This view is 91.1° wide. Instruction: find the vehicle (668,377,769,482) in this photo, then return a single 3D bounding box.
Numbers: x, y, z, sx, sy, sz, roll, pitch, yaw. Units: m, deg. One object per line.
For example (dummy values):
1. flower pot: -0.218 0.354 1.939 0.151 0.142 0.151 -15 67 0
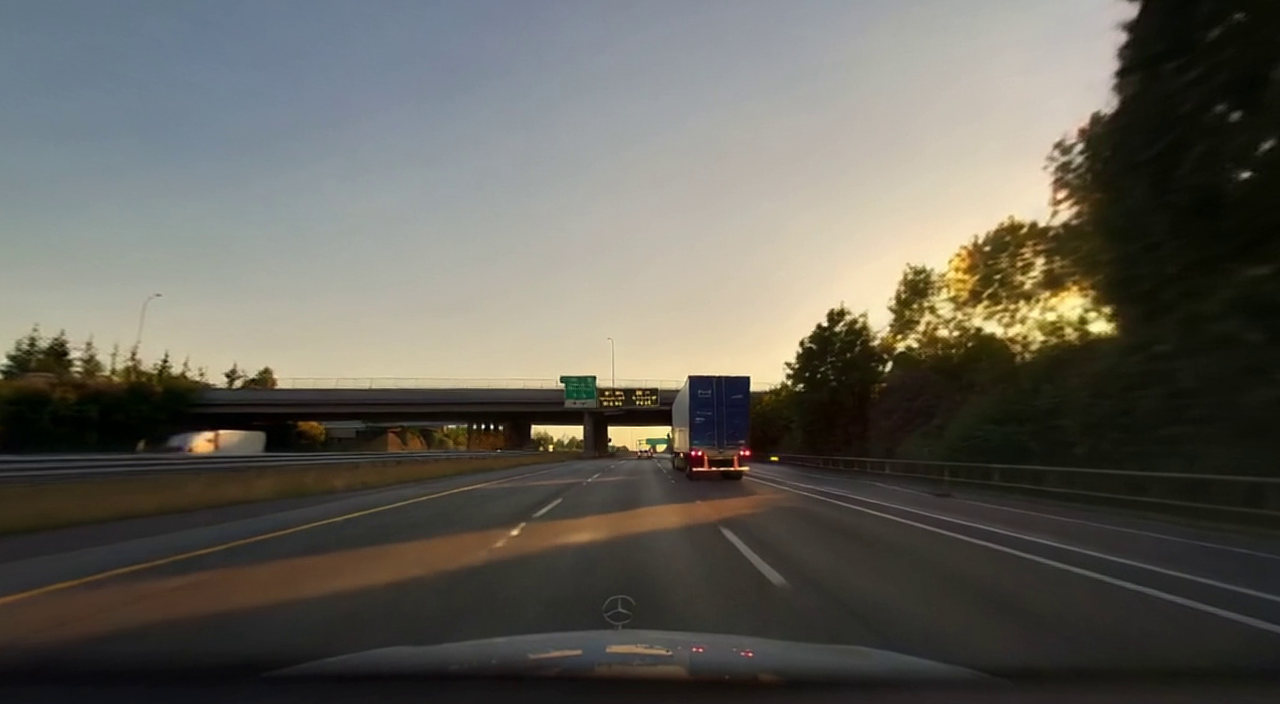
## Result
1. vehicle: 3.346 4.106 31.619 3.244 4.020 14.561 0 -9 0
